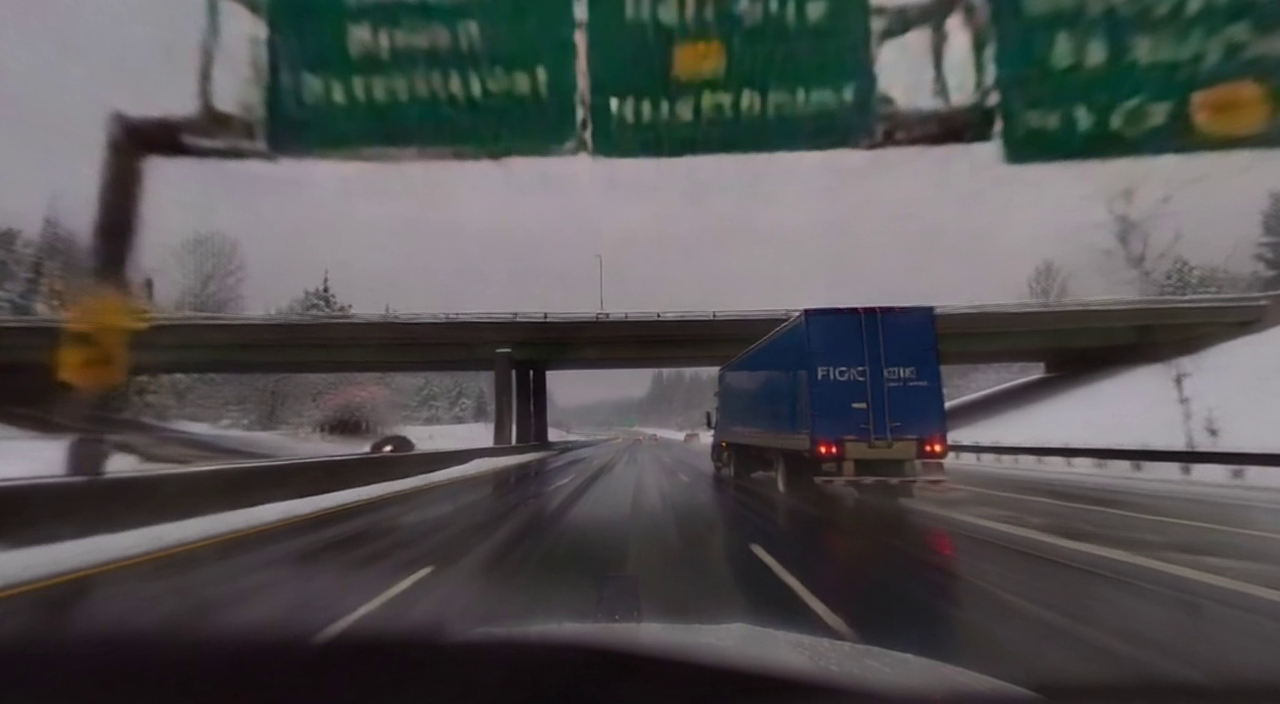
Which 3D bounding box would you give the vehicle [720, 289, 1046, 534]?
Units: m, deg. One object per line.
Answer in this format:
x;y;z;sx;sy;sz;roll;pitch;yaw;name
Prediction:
4.018;1.514;14.220;2.849;3.391;11.018;0;-8;-1;vehicle

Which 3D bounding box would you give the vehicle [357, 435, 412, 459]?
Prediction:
-16.532;6.165;40.950;1.870;1.472;4.021;0;-8;0;vehicle
